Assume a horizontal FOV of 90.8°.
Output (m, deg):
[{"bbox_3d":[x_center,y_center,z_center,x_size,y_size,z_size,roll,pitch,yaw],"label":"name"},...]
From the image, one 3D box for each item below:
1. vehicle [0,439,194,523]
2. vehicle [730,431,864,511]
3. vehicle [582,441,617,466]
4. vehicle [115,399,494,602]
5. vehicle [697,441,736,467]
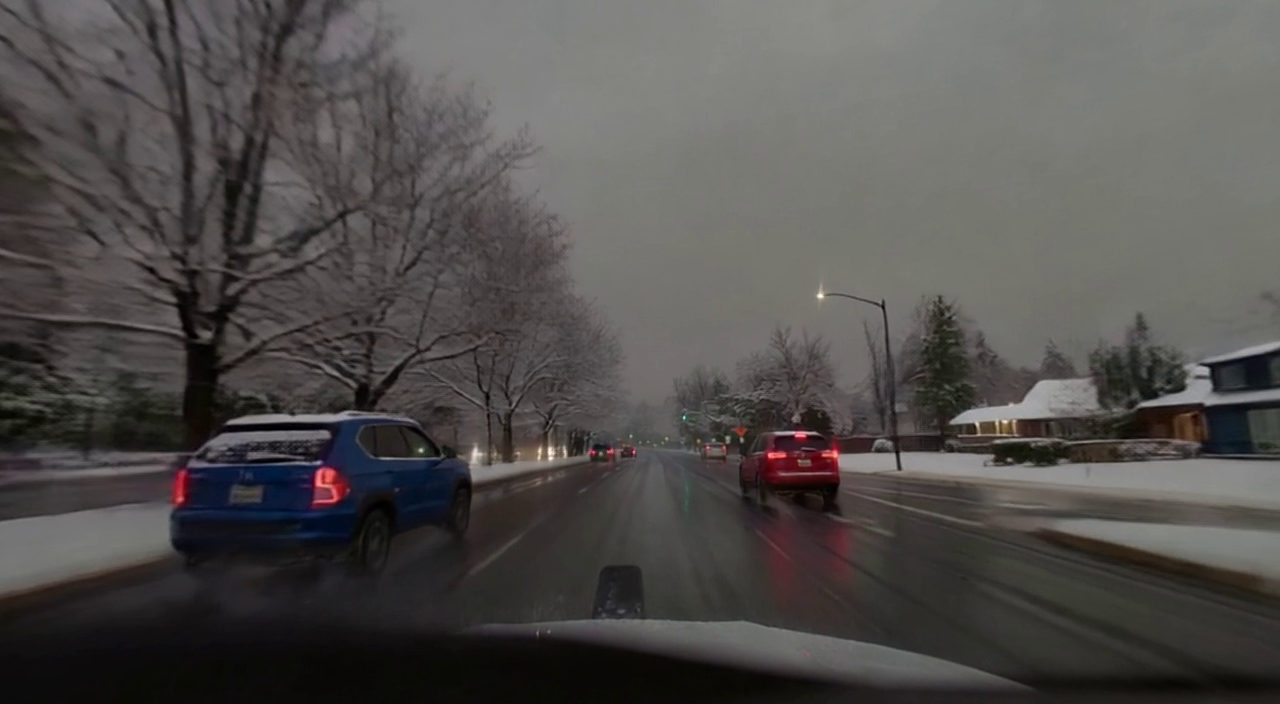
[{"bbox_3d":[-12.082,2.656,13.523,1.993,1.456,4.327,-3,-8,-1],"label":"vehicle"},{"bbox_3d":[3.625,2.834,15.576,2.132,1.659,4.387,0,-8,-1],"label":"vehicle"},{"bbox_3d":[-2.668,6.803,42.426,1.988,1.569,4.202,0,-8,1],"label":"vehicle"},{"bbox_3d":[-3.371,1.585,7.696,2.045,1.688,4.632,0,-8,0],"label":"vehicle"},{"bbox_3d":[5.182,6.932,43.170,2.169,1.669,4.037,0,-8,0],"label":"vehicle"}]
